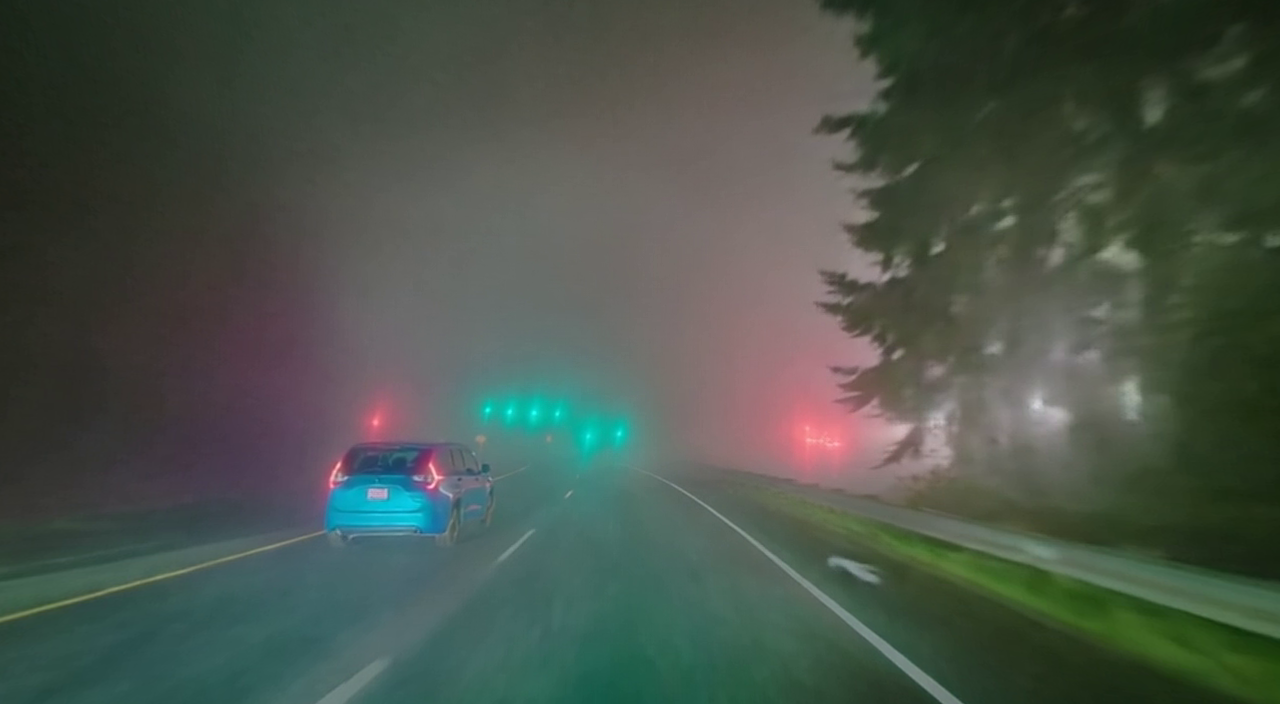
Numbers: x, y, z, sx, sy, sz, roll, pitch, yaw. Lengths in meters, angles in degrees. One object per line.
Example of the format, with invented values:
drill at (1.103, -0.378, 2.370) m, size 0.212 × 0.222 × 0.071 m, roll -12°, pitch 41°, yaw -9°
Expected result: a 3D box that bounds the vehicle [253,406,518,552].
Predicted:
vehicle at (-3.754, 2.002, 10.656) m, size 2.336 × 1.857 × 4.986 m, roll 0°, pitch -8°, yaw 1°
